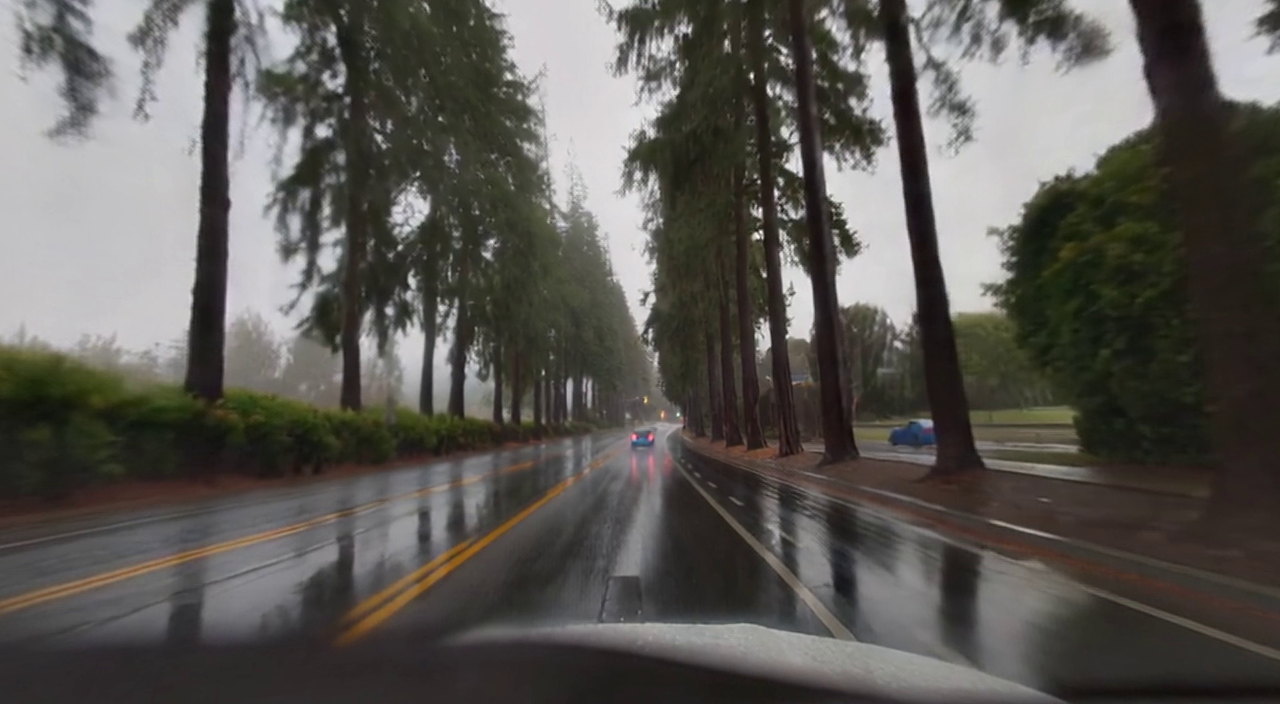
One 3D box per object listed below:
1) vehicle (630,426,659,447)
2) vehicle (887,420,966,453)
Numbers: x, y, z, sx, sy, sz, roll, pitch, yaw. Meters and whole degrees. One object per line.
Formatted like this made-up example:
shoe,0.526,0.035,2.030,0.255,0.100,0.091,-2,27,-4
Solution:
vehicle,0.343,6.418,47.631,2.067,1.486,3.861,0,-9,1
vehicle,13.786,4.093,30.712,1.762,1.479,4.546,0,-8,0
